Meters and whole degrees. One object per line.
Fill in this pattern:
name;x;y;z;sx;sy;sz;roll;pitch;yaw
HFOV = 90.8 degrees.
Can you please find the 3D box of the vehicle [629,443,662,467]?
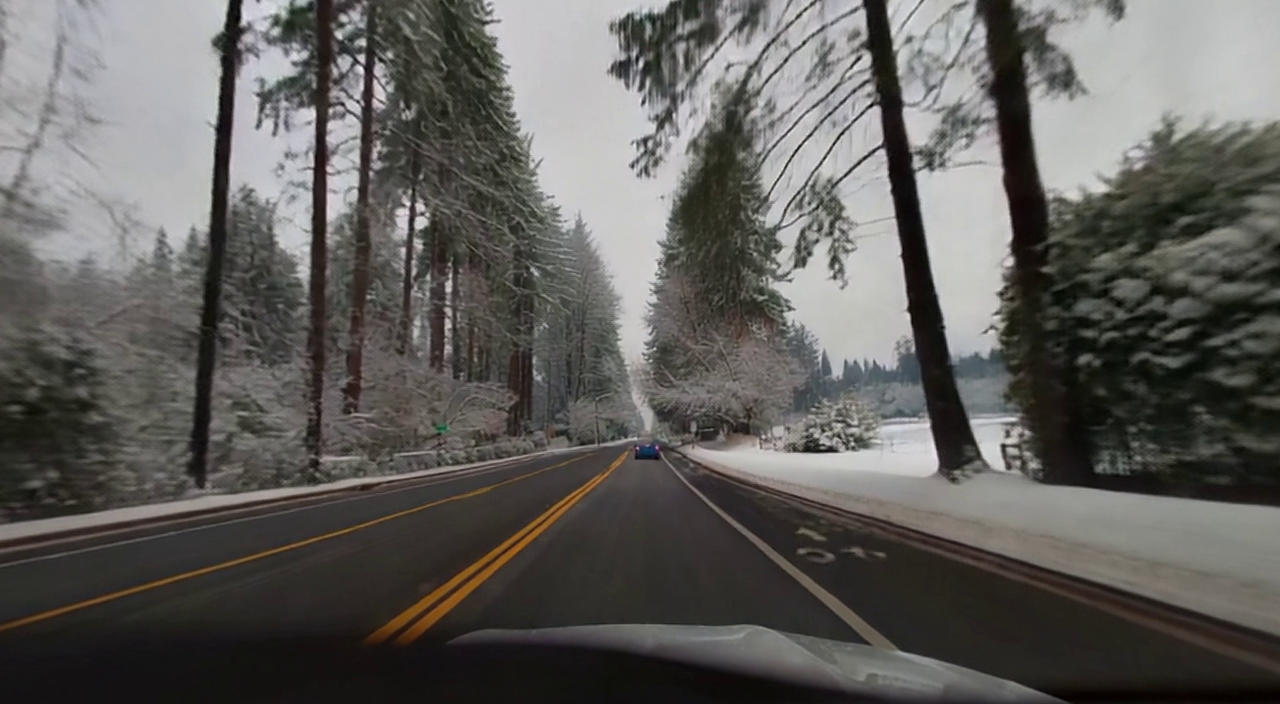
vehicle;0.360;6.657;40.945;2.067;1.486;3.861;0;-9;1
